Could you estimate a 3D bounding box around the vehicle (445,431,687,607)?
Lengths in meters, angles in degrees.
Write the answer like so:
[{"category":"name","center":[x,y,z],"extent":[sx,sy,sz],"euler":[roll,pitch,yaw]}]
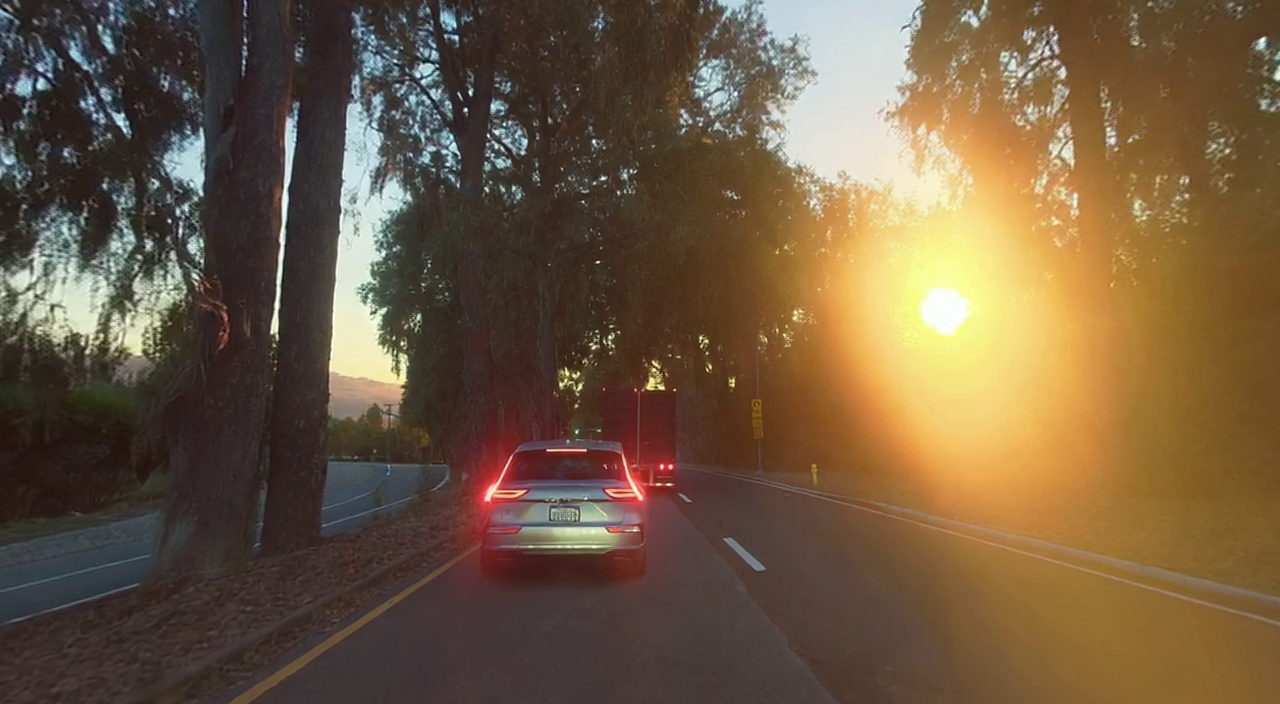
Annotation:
[{"category":"vehicle","center":[-0.626,1.749,7.514],"extent":[2.076,1.490,4.078],"euler":[0,-9,0]}]
